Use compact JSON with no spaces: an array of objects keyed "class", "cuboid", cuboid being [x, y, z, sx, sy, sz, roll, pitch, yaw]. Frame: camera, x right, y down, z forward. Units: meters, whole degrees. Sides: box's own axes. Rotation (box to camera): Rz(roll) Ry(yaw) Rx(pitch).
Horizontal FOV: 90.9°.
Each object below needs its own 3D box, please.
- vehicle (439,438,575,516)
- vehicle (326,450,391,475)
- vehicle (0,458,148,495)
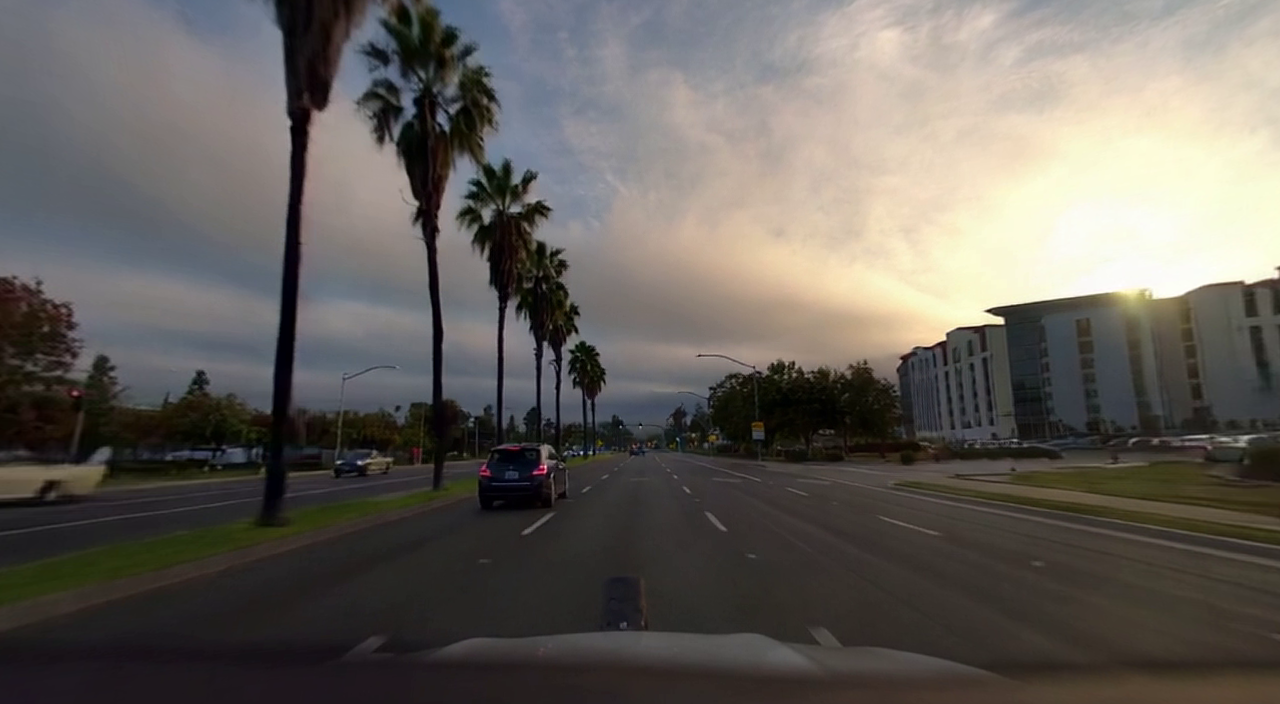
[{"class":"vehicle","cuboid":[-2.948,2.871,15.196,2.162,1.549,4.795,0,-8,1]},{"class":"vehicle","cuboid":[-18.073,7.106,40.708,1.993,1.466,4.731,0,-8,1]},{"class":"vehicle","cuboid":[-24.749,5.431,27.604,4.603,1.480,2.167,0,-8,1]}]
